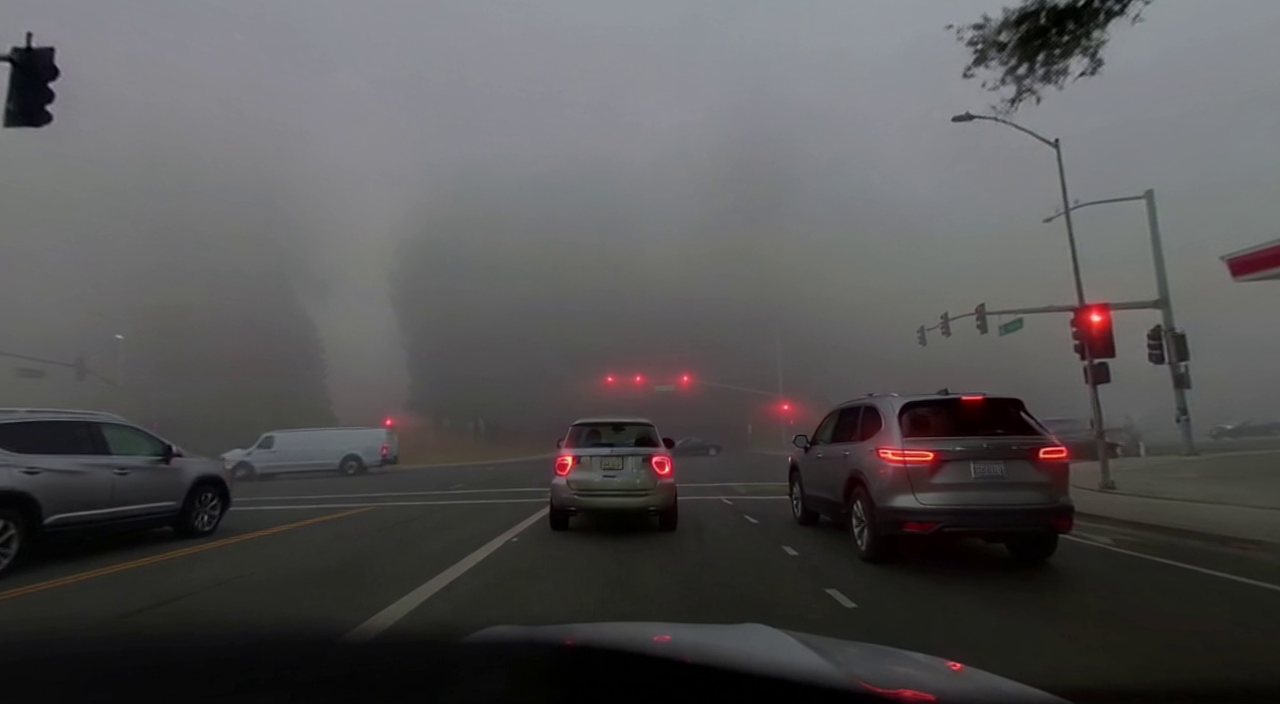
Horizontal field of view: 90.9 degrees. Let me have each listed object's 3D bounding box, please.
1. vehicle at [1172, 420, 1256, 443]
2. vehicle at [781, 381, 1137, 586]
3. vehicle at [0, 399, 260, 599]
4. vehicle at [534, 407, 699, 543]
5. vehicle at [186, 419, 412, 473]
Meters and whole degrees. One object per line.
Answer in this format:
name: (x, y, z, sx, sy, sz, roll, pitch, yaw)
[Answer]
vehicle: (40.671, 5.686, 44.679, 4.276, 1.579, 1.762, 0, -8, -3)
vehicle: (3.260, 1.458, 7.715, 2.083, 1.779, 4.347, 0, -8, 0)
vehicle: (-6.729, 1.496, 6.842, 2.011, 1.774, 4.866, 0, -8, 2)
vehicle: (-0.297, 1.841, 9.992, 2.067, 1.702, 3.987, 0, -8, 0)
vehicle: (-21.882, 6.116, 41.091, 12.640, 3.321, 2.995, 0, -8, -3)
